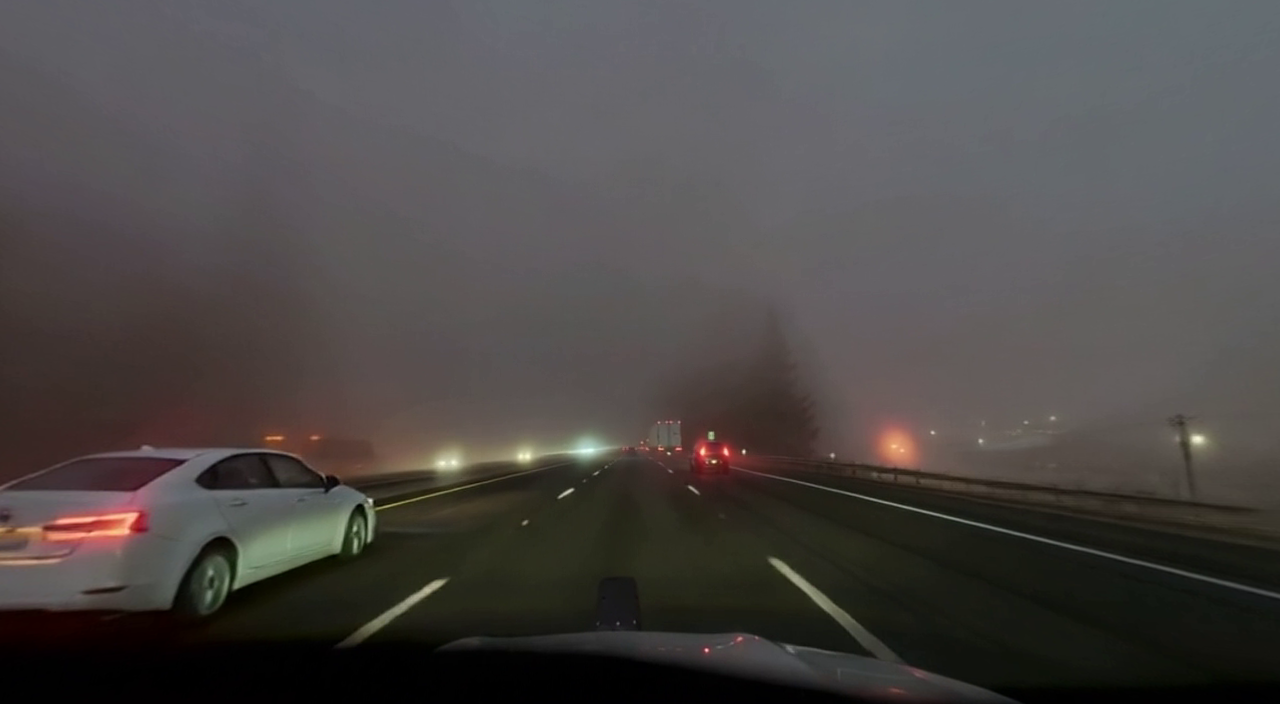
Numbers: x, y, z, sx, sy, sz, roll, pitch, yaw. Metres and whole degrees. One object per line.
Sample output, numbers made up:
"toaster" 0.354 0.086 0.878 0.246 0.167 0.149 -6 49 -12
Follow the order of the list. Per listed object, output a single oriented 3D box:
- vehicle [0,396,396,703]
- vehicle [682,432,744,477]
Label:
"vehicle" -4.074 1.379 5.613 1.903 1.607 4.770 0 -8 0
"vehicle" 3.040 4.391 27.357 2.065 1.760 4.488 0 -8 -1
